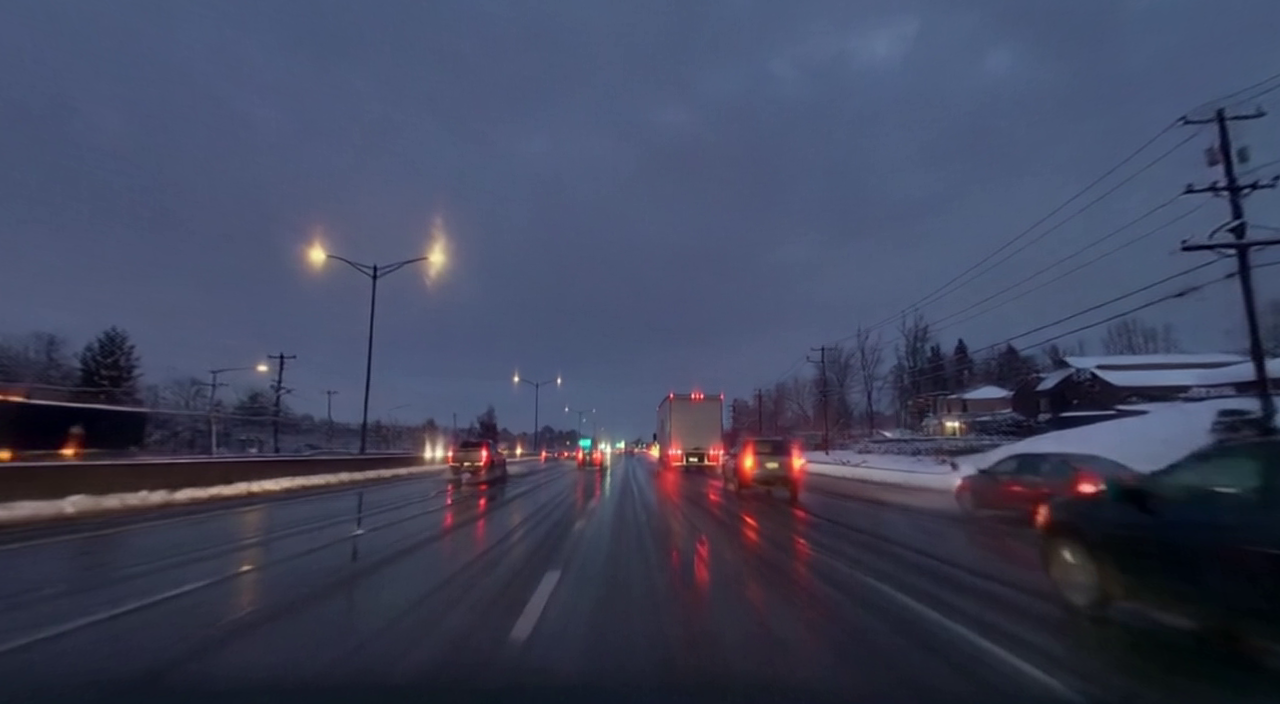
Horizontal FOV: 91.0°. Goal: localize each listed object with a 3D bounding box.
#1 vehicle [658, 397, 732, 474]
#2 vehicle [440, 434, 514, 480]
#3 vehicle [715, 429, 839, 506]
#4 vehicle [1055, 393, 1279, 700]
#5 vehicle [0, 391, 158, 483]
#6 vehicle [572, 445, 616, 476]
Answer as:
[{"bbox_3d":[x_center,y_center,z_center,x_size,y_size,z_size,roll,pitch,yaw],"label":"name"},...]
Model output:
[{"bbox_3d":[2.997,5.161,38.254,3.045,3.923,11.834,1,-9,-2],"label":"vehicle"},{"bbox_3d":[-7.089,4.629,27.933,2.147,1.825,4.602,0,-9,-1],"label":"vehicle"},{"bbox_3d":[3.521,3.082,17.282,2.182,1.782,4.800,1,-9,-2],"label":"vehicle"},{"bbox_3d":[4.394,0.965,2.880,1.978,1.607,4.245,1,-9,-2],"label":"vehicle"},{"bbox_3d":[-29.175,4.142,30.328,3.018,3.937,11.431,0,-9,-2],"label":"vehicle"},{"bbox_3d":[-2.429,5.845,34.174,2.060,1.508,4.308,0,-9,0],"label":"vehicle"}]
